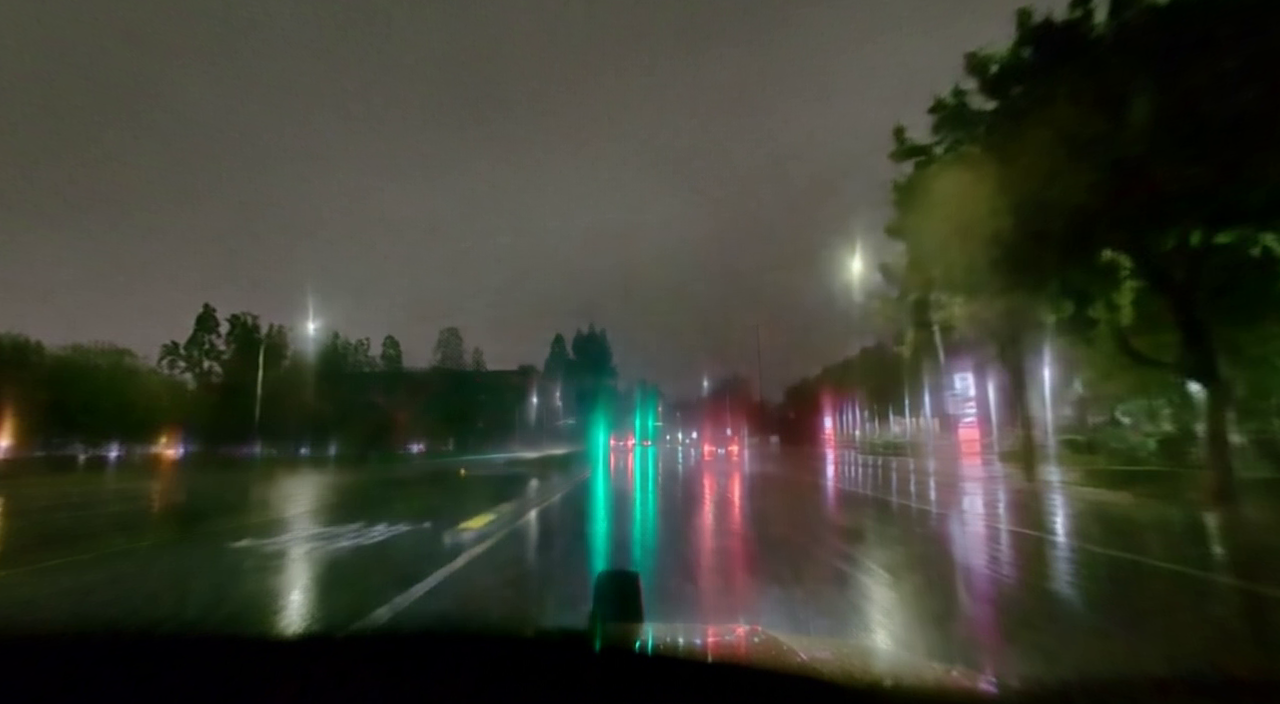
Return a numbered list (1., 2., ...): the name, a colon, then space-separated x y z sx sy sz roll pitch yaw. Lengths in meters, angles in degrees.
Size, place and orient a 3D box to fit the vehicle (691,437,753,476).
1. vehicle: 3.414 4.444 27.134 1.948 1.479 4.620 0 -8 -1
